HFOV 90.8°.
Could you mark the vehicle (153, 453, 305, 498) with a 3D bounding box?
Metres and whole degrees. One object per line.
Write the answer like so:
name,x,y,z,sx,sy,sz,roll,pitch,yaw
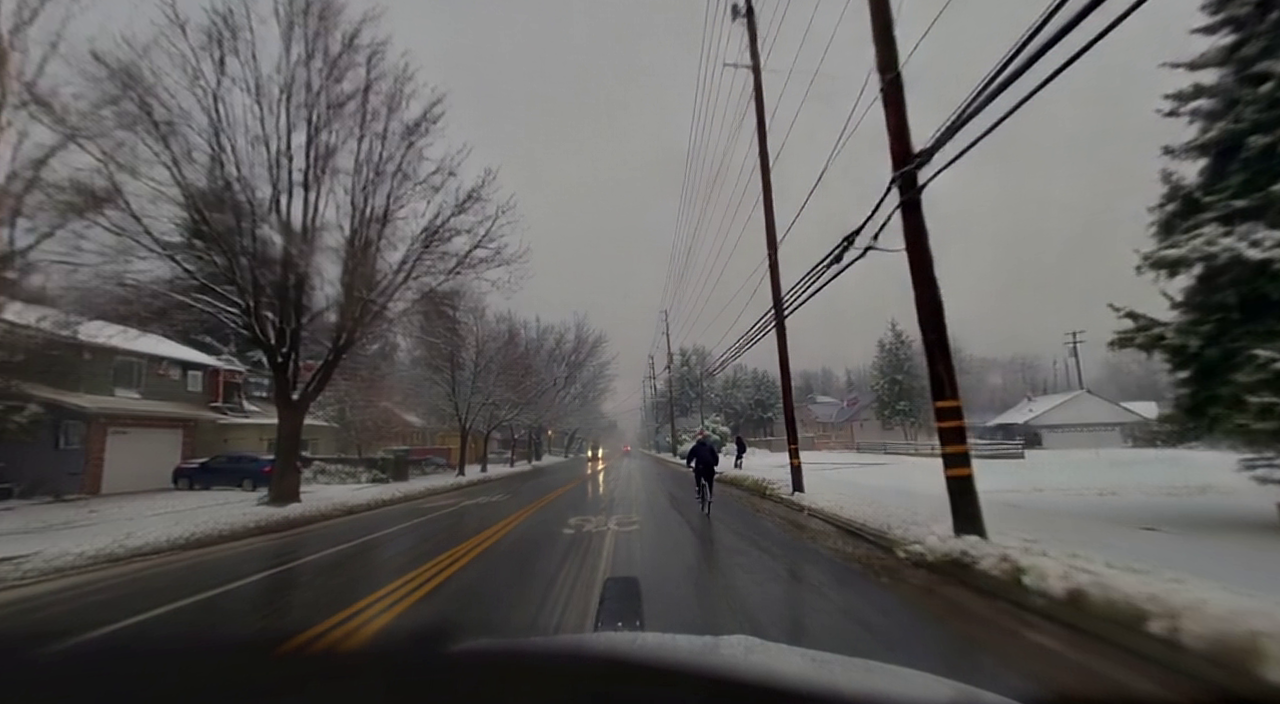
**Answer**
vehicle,-14.611,4.392,22.652,4.143,1.480,1.755,0,-9,-2
